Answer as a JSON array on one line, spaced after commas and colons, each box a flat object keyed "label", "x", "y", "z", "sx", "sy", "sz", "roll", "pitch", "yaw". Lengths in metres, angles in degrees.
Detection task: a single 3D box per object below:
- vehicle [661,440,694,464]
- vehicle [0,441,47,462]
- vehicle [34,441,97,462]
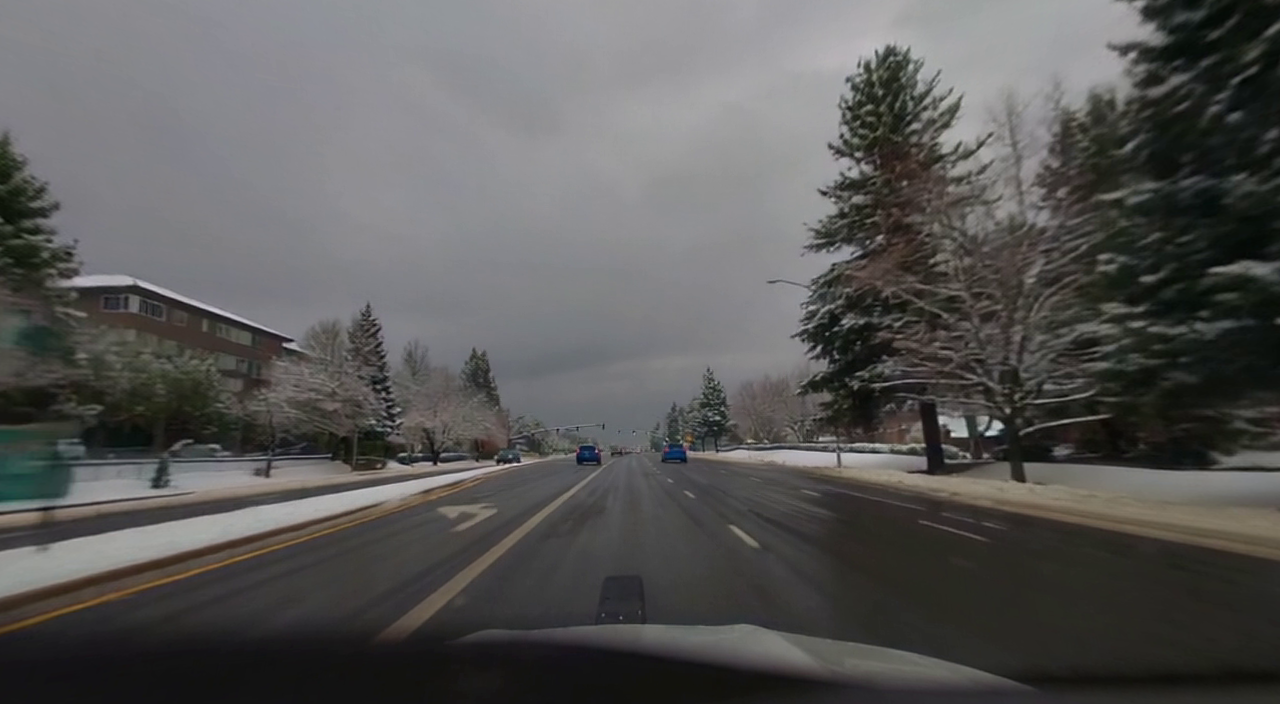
[{"label": "vehicle", "x": 2.813, "y": 7.553, "z": 47.961, "sx": 2.072, "sy": 1.696, "sz": 4.177, "roll": 0, "pitch": -8, "yaw": -2}, {"label": "vehicle", "x": -44.604, "y": 6.943, "z": 44.128, "sx": 4.295, "sy": 1.423, "sz": 1.971, "roll": 0, "pitch": -8, "yaw": 1}, {"label": "vehicle", "x": -45.117, "y": 7.833, "z": 49.613, "sx": 3.379, "sy": 1.375, "sz": 1.601, "roll": -4, "pitch": -9, "yaw": -1}]
